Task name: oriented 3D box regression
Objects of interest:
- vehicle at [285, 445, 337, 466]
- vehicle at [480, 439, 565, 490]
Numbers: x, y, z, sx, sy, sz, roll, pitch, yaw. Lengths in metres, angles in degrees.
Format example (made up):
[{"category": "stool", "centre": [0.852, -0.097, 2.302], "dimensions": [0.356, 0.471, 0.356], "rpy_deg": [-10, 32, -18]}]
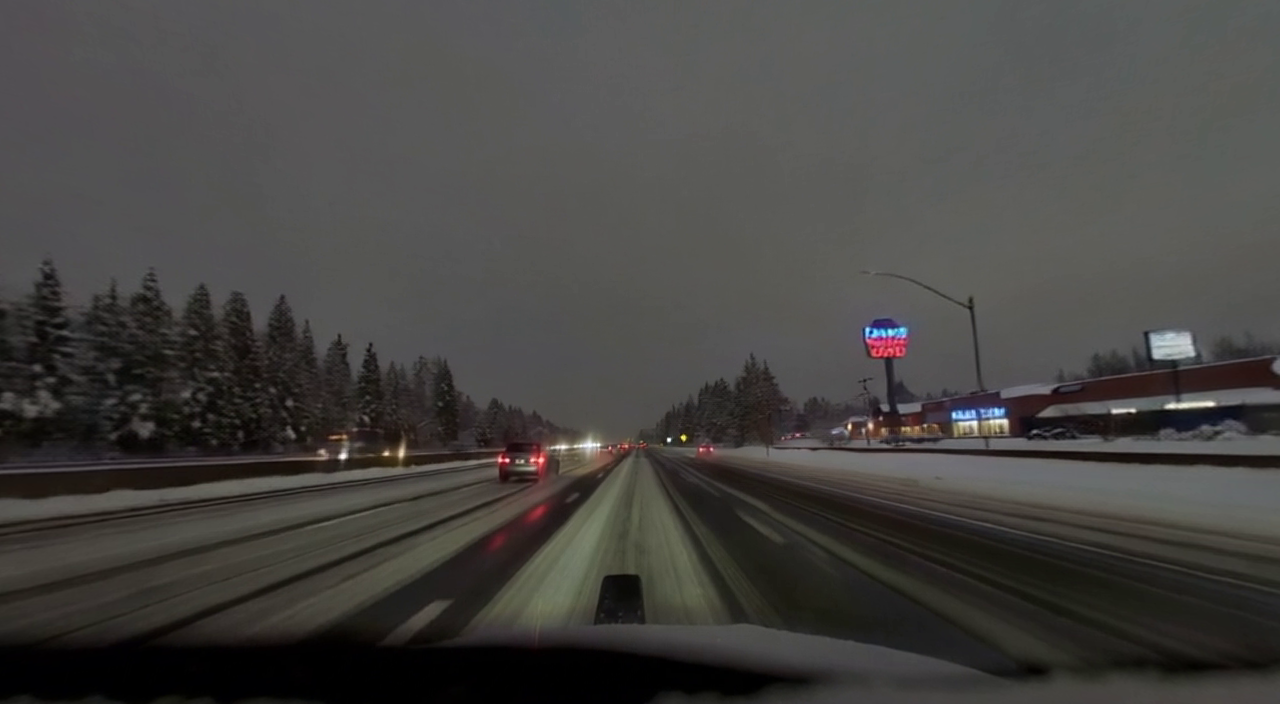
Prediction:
[{"category": "vehicle", "centre": [-22.969, 7.232, 44.192], "dimensions": [1.696, 1.391, 3.458], "rpy_deg": [0, -8, 0]}, {"category": "vehicle", "centre": [-3.767, 3.688, 21.019], "dimensions": [1.939, 1.508, 4.272], "rpy_deg": [0, -8, 1]}]
